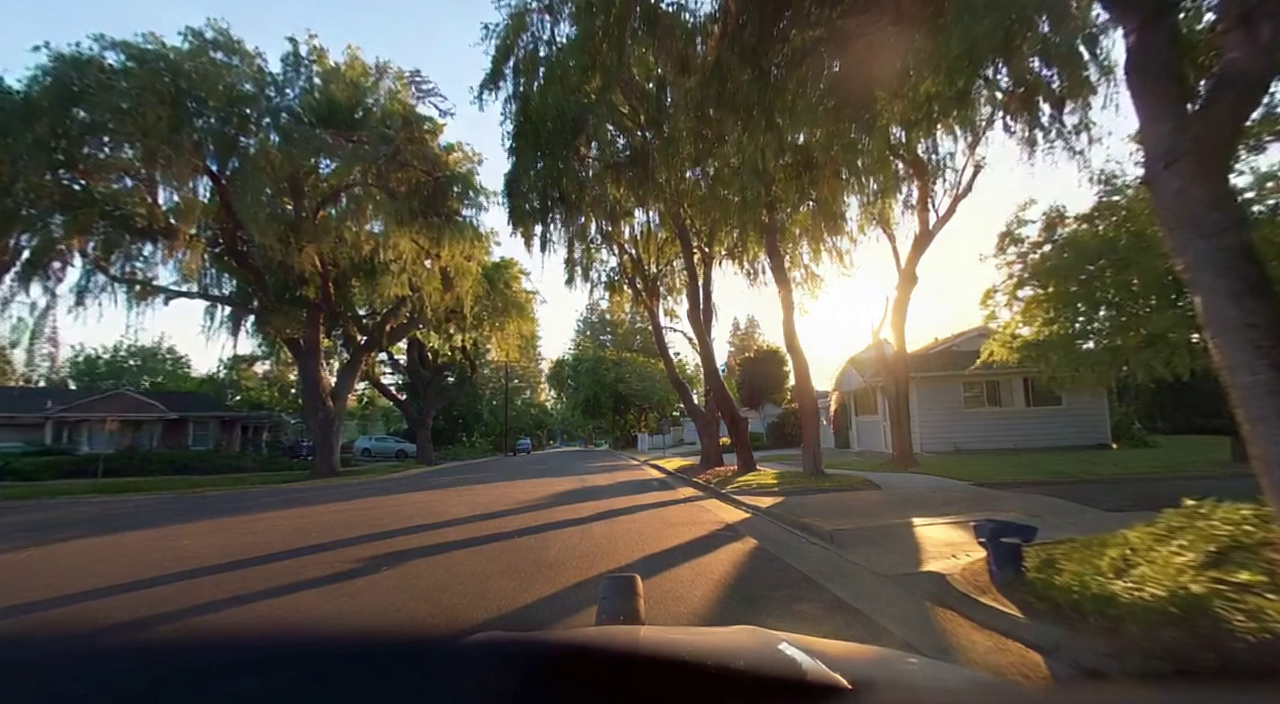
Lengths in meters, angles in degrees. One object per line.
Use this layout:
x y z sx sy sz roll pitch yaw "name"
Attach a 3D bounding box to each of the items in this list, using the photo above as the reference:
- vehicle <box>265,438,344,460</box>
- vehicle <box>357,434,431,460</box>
-23.847 6.930 45.075 4.531 1.470 1.855 0 -9 -3 "vehicle"
-17.548 6.793 45.215 4.559 1.745 1.918 1 -9 -6 "vehicle"
